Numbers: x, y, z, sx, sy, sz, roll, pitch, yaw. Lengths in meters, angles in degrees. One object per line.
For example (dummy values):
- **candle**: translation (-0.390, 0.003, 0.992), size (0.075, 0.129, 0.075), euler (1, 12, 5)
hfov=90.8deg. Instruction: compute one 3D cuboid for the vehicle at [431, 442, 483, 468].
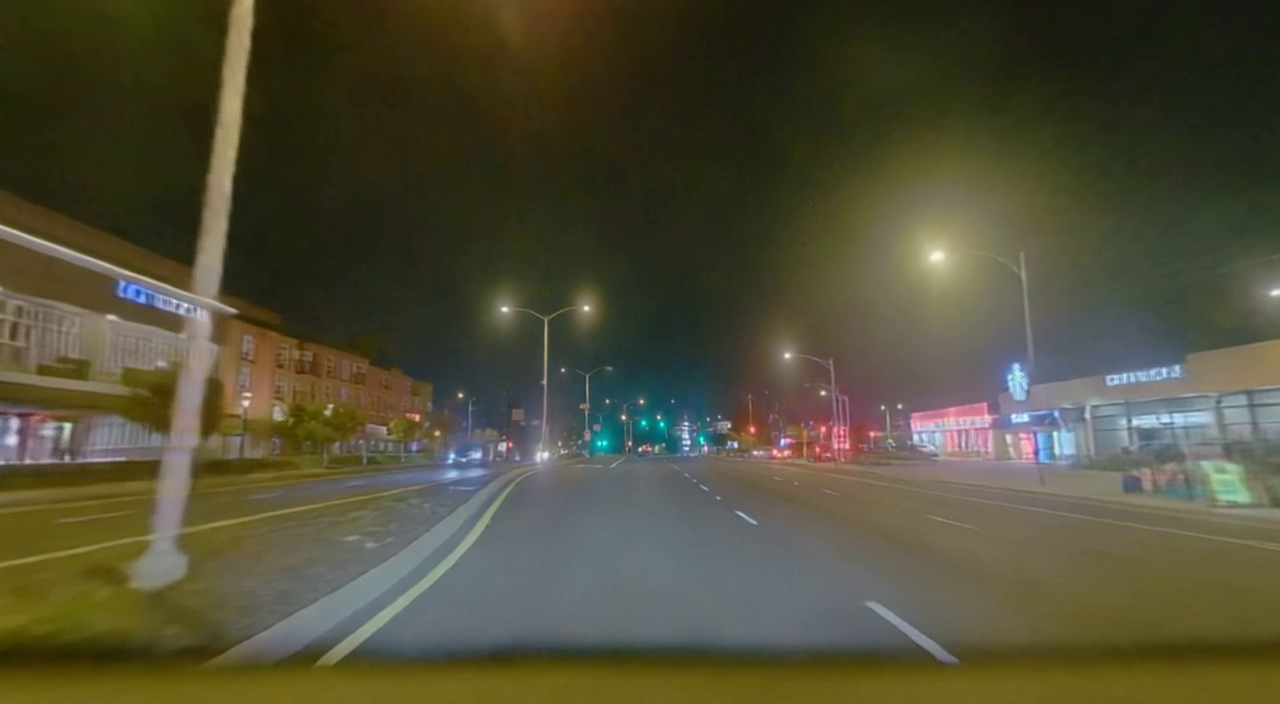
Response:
- **vehicle**: translation (-11.245, 6.361, 39.058), size (1.929, 1.476, 4.590), euler (0, -9, -1)
